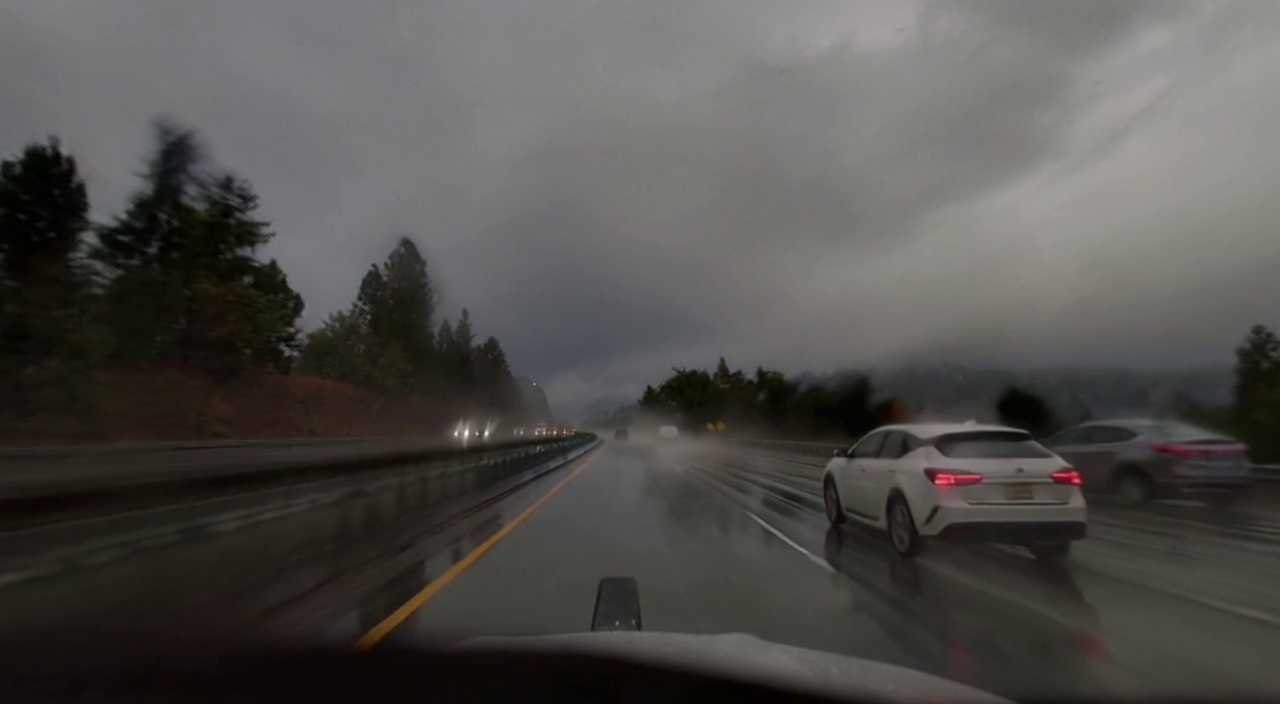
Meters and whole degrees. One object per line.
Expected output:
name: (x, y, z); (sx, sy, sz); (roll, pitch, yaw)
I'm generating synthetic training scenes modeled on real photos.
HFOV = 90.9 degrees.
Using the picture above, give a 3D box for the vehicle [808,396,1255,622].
vehicle: (3.274, 1.354, 6.404); (2.002, 1.569, 3.845); (0, -8, -1)
